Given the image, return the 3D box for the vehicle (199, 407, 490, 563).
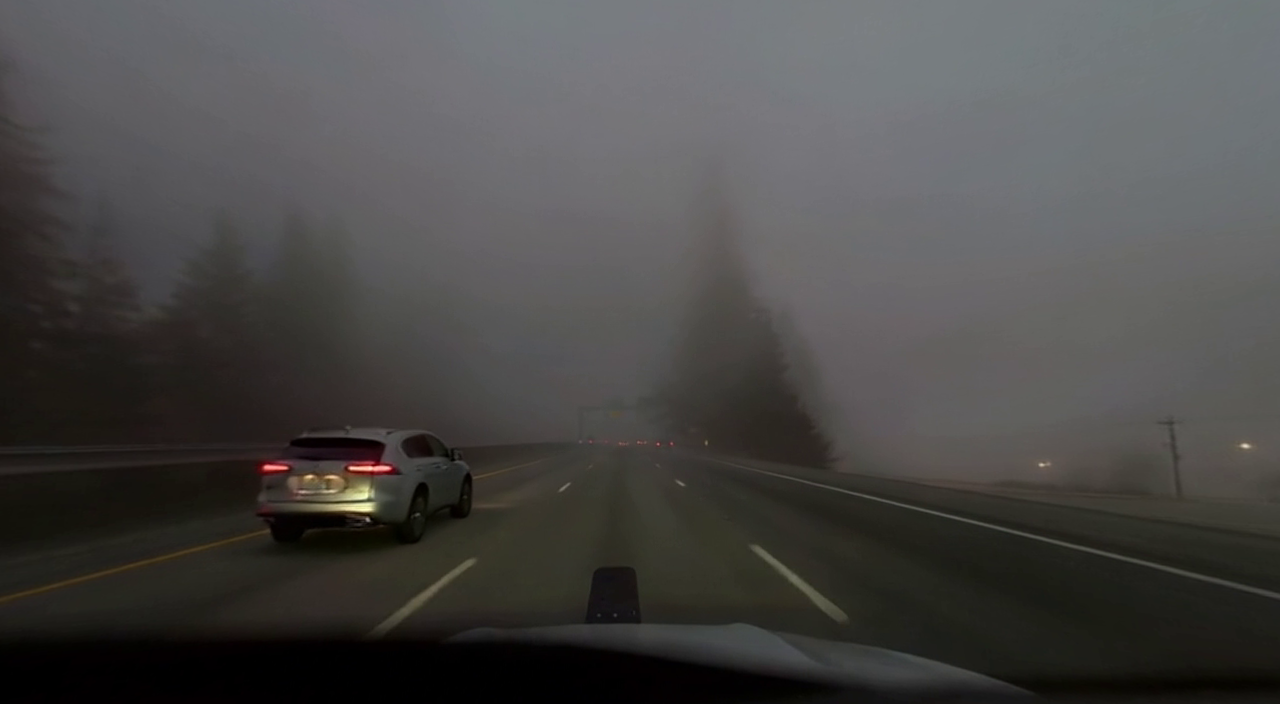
[{"bbox_3d":[-3.686,1.730,8.946,2.074,1.652,4.273,0,-8,0],"label":"vehicle"}]
